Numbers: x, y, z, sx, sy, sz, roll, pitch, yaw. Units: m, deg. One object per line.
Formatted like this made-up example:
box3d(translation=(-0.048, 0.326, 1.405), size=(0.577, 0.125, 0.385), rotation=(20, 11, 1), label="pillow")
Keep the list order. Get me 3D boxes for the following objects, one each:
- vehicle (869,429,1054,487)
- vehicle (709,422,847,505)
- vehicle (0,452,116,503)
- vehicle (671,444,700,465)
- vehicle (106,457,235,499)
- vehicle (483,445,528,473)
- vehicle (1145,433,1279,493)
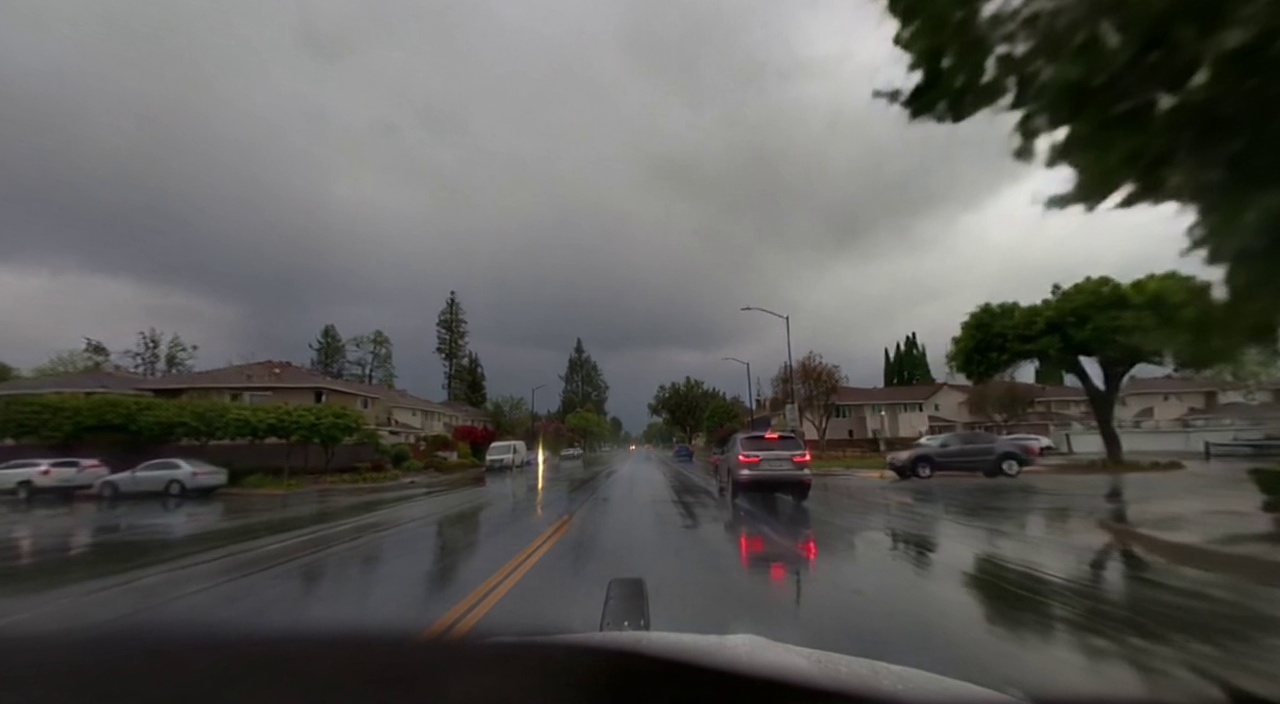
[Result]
box3d(translation=(11.600, 3.847, 23.005), size=(5.539, 1.729, 2.145), rotation=(-2, -8, -3), label="vehicle")
box3d(translation=(3.482, 2.990, 17.417), size=(2.497, 1.889, 5.833), rotation=(0, -8, 0), label="vehicle")
box3d(translation=(-26.359, 5.346, 27.029), size=(5.604, 2.035, 2.291), rotation=(0, -9, 0), label="vehicle")
box3d(translation=(3.325, 7.599, 46.920), size=(1.956, 1.492, 4.425), rotation=(-1, -8, 2), label="vehicle")
box3d(translation=(-20.135, 5.410, 27.167), size=(3.986, 1.665, 1.888), rotation=(0, -8, 1), label="vehicle")
box3d(translation=(-10.243, 8.178, 48.478), size=(2.261, 1.851, 5.724), rotation=(-3, -8, -1), label="vehicle")
box3d(translation=(16.440, 3.025, 17.342), size=(3.467, 1.520, 1.801), rotation=(0, -8, 1), label="vehicle")
